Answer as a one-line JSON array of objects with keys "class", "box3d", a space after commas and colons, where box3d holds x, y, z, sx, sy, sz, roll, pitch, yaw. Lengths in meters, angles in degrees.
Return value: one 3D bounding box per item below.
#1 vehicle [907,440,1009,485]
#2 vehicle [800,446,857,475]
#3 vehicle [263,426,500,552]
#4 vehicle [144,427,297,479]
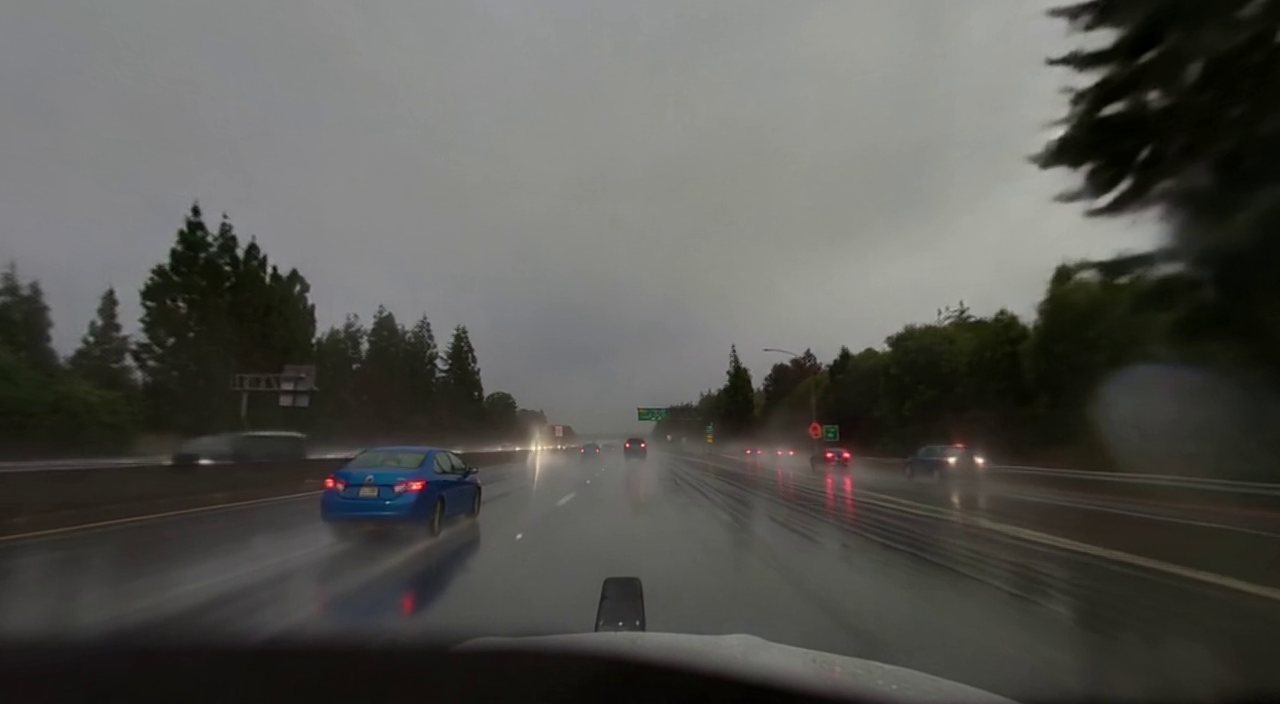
[{"class": "vehicle", "box3d": [14.260, 4.969, 28.797, 2.278, 1.816, 5.666, -1, -9, 7]}, {"class": "vehicle", "box3d": [10.479, 6.038, 35.495, 1.940, 1.496, 4.992, 0, -9, 4]}, {"class": "vehicle", "box3d": [-3.717, 2.040, 10.062, 2.020, 1.554, 4.137, 0, -9, 0]}, {"class": "vehicle", "box3d": [-17.506, 4.251, 26.915, 2.355, 1.935, 6.026, 0, -9, 0]}]
